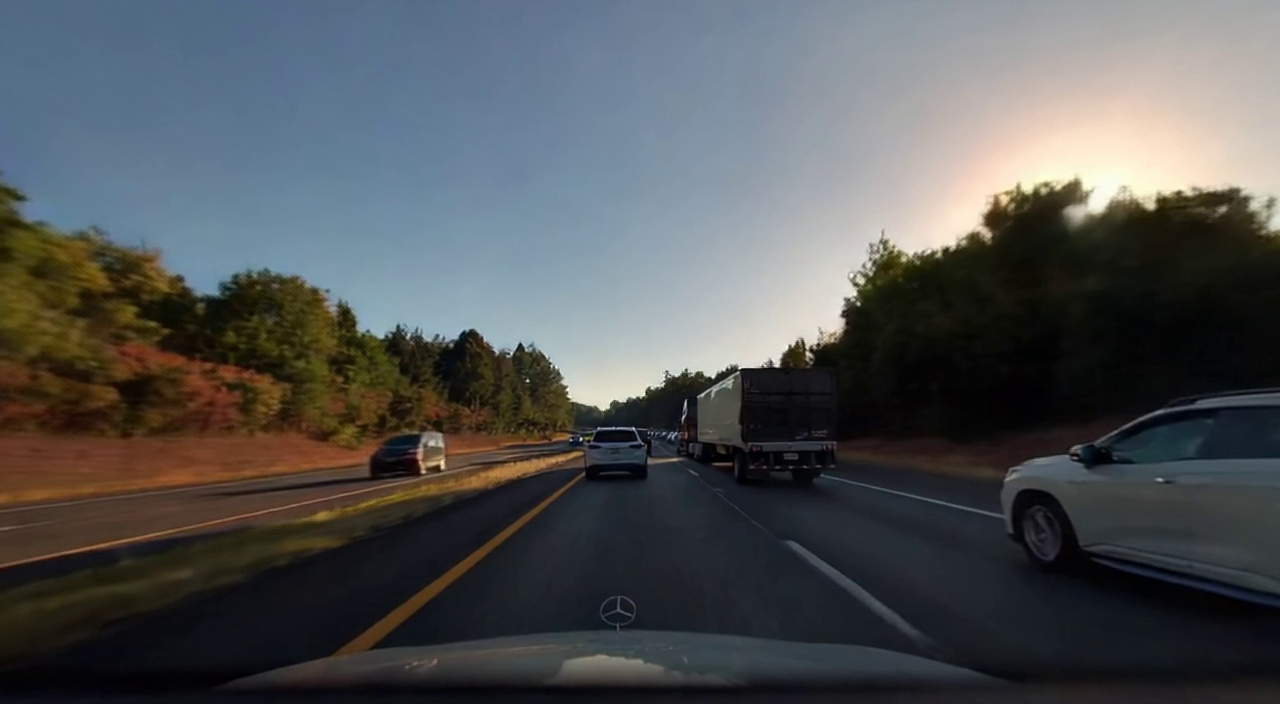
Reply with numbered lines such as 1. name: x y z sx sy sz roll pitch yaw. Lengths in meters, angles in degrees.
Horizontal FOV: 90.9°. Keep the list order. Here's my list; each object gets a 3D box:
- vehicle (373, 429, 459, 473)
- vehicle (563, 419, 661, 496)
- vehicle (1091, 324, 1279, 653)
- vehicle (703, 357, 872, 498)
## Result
1. vehicle: -9.381 4.150 26.793 2.012 1.703 4.298 0 -8 1
2. vehicle: -0.610 2.512 15.478 2.082 1.638 4.055 0 -7 0
3. vehicle: 4.748 0.728 3.162 2.011 1.905 3.905 0 -8 0
4. vehicle: 3.593 2.174 17.868 2.723 3.027 8.478 0 -8 0
